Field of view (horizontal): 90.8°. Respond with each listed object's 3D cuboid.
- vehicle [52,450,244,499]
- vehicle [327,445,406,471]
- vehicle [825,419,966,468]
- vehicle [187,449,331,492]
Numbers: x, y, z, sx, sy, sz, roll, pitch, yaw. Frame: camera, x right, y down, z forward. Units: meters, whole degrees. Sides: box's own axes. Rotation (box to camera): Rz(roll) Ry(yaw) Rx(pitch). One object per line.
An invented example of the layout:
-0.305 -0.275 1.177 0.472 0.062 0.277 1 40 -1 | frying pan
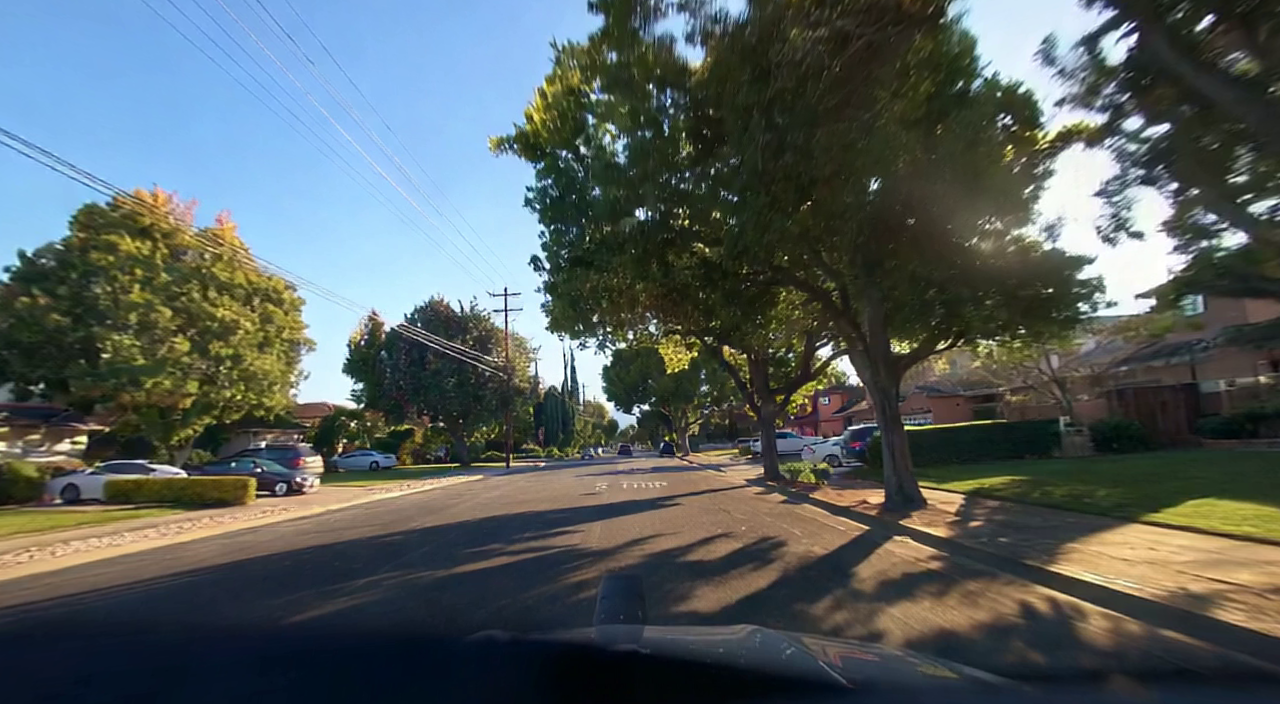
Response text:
-15.606 3.887 20.224 4.543 1.476 1.927 0 -8 1 | vehicle
-18.082 7.021 41.887 4.304 1.643 1.969 0 -8 1 | vehicle
9.697 3.511 24.320 4.465 1.727 2.127 -1 -7 1 | vehicle
-13.425 4.189 22.479 3.877 1.411 1.869 0 -8 -1 | vehicle
